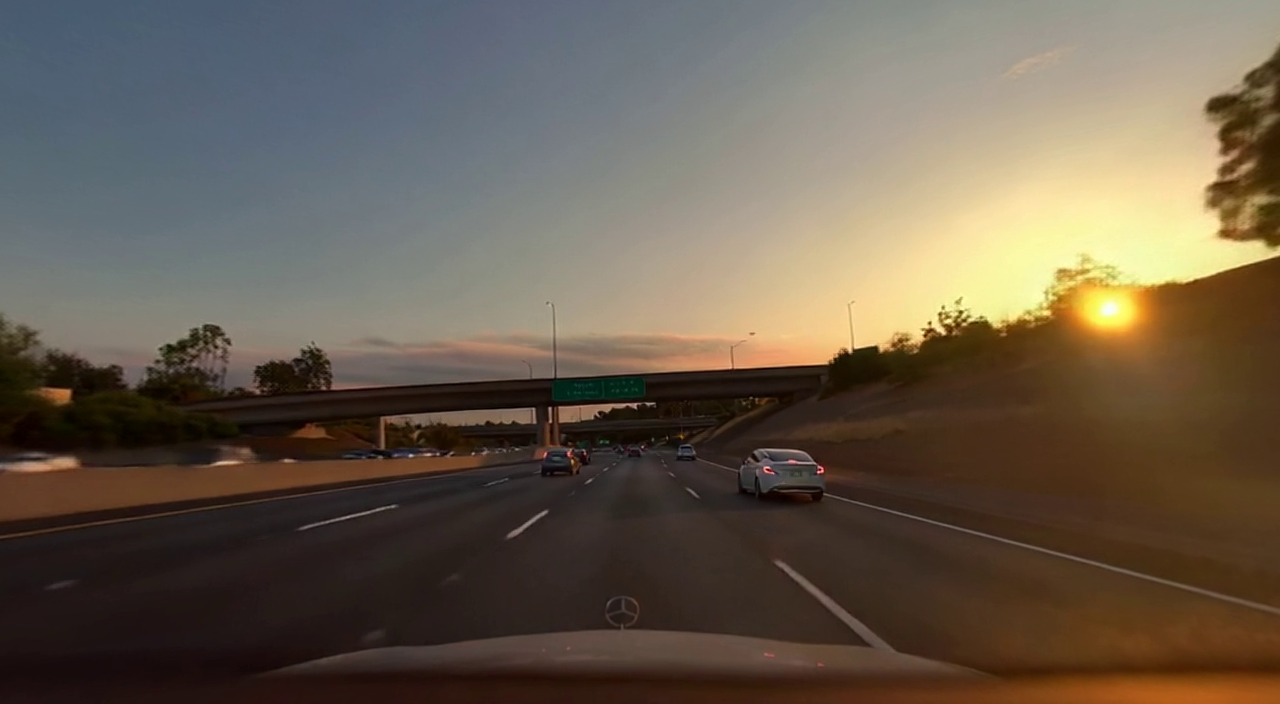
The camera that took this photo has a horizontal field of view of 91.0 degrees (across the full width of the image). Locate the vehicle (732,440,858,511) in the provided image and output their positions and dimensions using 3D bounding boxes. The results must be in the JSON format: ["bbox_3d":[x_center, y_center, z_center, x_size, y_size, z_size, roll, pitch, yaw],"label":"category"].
[{"bbox_3d":[3.721,3.046,16.011,2.079,1.535,4.316,0,-9,0],"label":"vehicle"}]

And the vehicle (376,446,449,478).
[{"bbox_3d":[-11.505,5.578,32.235,1.919,1.497,4.765,0,-9,0],"label":"vehicle"}]

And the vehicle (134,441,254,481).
[{"bbox_3d":[-20.067,4.932,28.661,2.019,1.648,4.702,0,-9,0],"label":"vehicle"}]

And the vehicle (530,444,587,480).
[{"bbox_3d":[-3.752,5.158,29.886,2.072,1.545,4.687,0,-9,0],"label":"vehicle"}]
